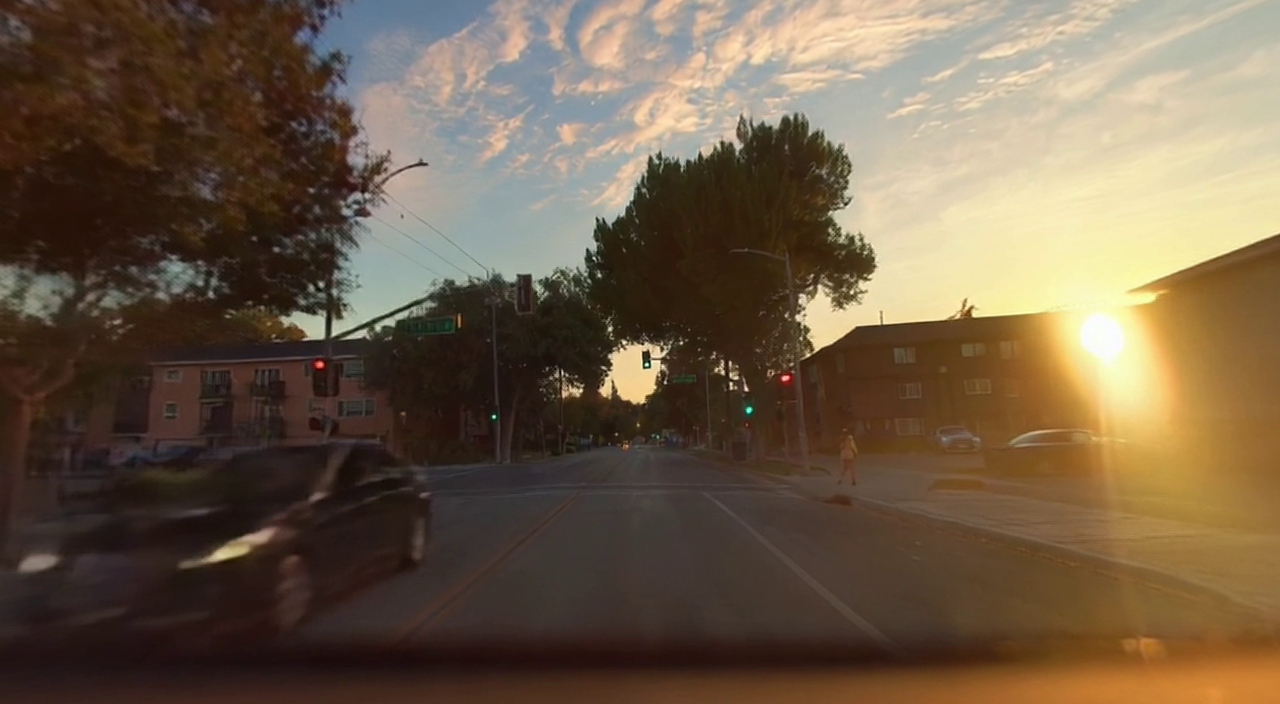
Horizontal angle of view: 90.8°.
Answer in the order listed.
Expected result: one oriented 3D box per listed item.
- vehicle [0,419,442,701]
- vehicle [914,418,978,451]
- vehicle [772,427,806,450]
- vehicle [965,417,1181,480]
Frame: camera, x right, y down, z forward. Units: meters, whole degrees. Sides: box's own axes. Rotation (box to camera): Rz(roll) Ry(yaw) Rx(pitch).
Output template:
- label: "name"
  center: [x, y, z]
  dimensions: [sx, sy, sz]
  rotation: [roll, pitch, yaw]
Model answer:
- label: "vehicle"
  center: [-3.518, 1.463, 5.674]
  dimensions: [2.015, 1.508, 4.353]
  rotation: [0, -9, 1]
- label: "vehicle"
  center: [17.142, 4.667, 35.609]
  dimensions: [2.013, 1.722, 4.007]
  rotation: [-2, -8, 8]
- label: "vehicle"
  center: [11.523, 6.737, 49.109]
  dimensions: [1.950, 1.714, 4.245]
  rotation: [-1, -9, 5]
- label: "vehicle"
  center: [12.772, 2.864, 18.856]
  dimensions: [4.908, 1.521, 2.108]
  rotation: [-2, -8, -4]
